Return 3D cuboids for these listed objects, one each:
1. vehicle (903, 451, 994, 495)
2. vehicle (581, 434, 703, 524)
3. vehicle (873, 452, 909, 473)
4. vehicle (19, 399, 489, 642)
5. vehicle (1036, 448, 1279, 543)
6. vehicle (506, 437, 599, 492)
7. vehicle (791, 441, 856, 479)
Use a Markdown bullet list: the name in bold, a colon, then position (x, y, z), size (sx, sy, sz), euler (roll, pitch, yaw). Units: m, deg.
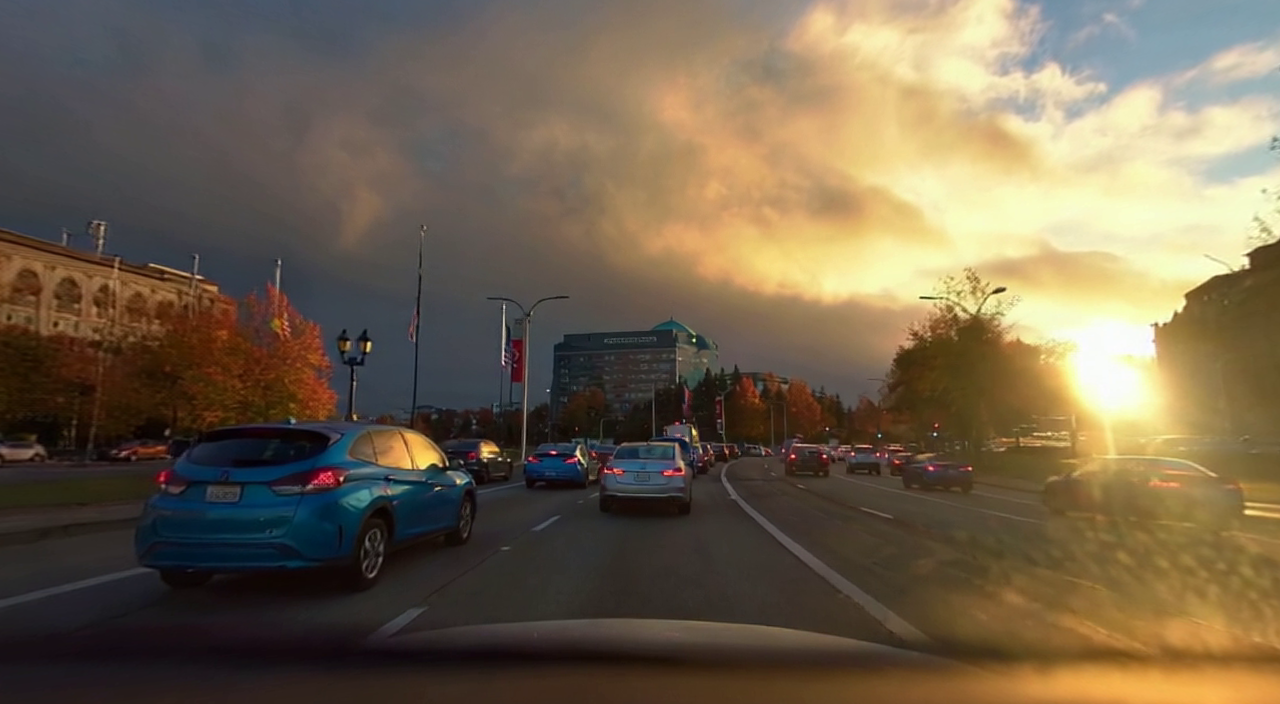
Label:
- **vehicle**: position (11.598, 4.541, 23.945), size (1.749, 1.481, 3.808), euler (0, -9, 4)
- **vehicle**: position (0.193, 2.507, 13.012), size (2.090, 1.506, 4.276), euler (0, -9, 4)
- **vehicle**: position (19.531, 8.605, 49.190), size (1.828, 1.479, 4.391), euler (-1, -9, 12)
- **vehicle**: position (-3.200, 1.470, 6.540), size (1.988, 1.635, 4.260), euler (0, -9, 3)
- **vehicle**: position (10.497, 2.795, 13.015), size (1.934, 1.585, 4.397), euler (0, -9, 3)
- **vehicle**: position (-2.664, 3.591, 20.457), size (1.974, 1.549, 4.603), euler (0, -9, 5)
- **vehicle**: position (8.035, 4.757, 28.026), size (1.944, 1.544, 4.301), euler (0, -9, 5)
